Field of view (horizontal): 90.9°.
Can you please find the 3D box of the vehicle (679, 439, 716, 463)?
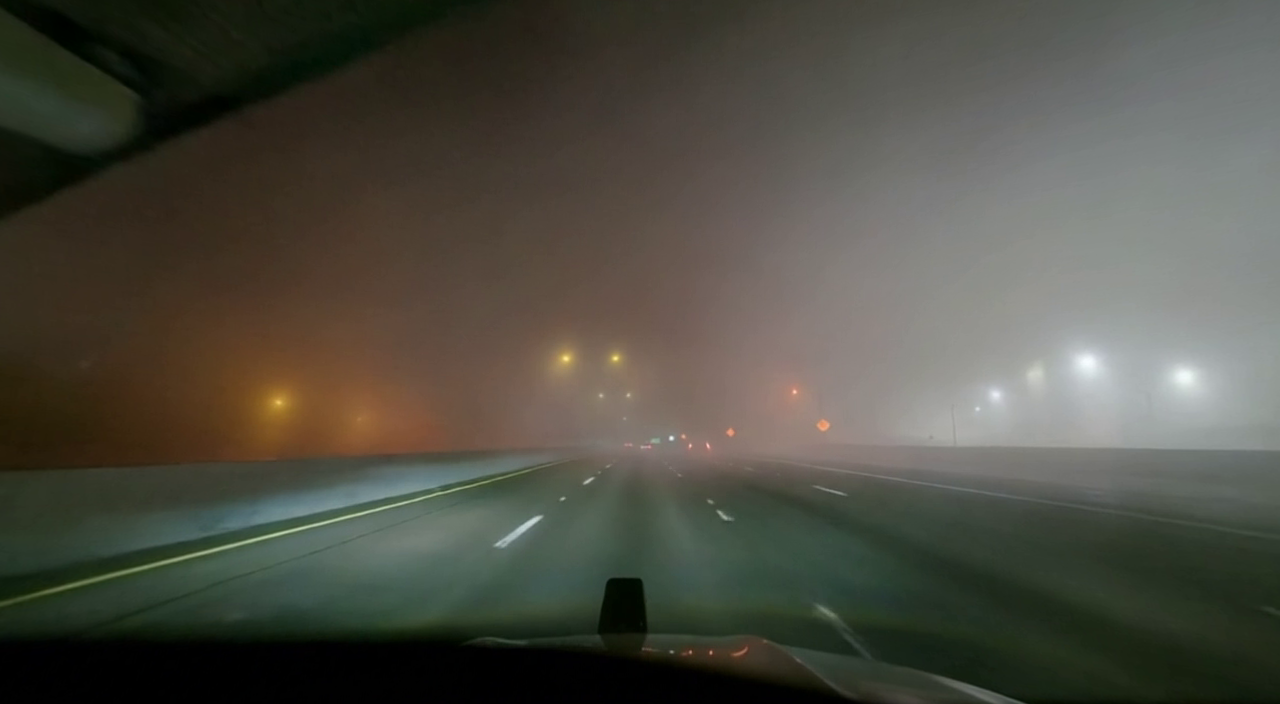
[{"bbox_3d":[3.679,6.443,41.189,1.949,1.515,4.374,0,-8,-1],"label":"vehicle"}]
